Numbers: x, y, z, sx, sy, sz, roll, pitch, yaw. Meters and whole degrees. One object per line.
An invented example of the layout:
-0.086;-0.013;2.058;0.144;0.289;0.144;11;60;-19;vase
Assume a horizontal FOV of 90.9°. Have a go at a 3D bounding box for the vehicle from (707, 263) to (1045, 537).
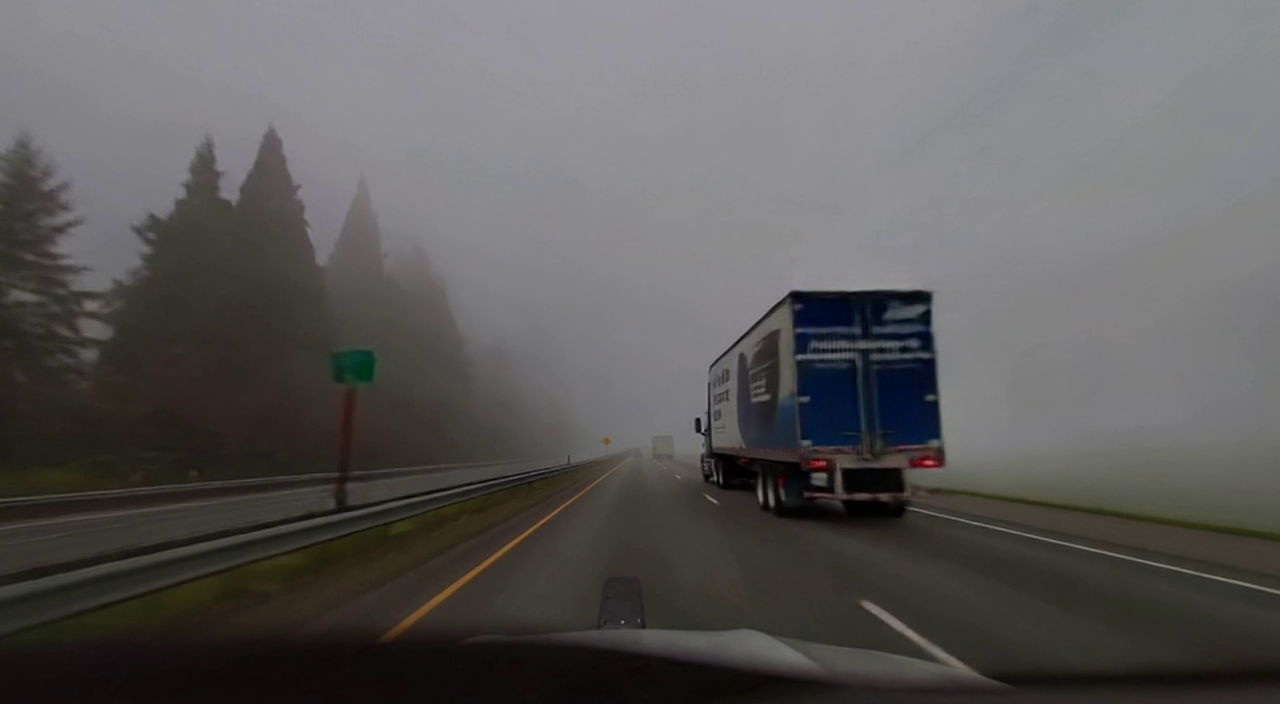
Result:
4.223;1.745;16.563;3.231;4.102;14.393;0;-9;0;vehicle
